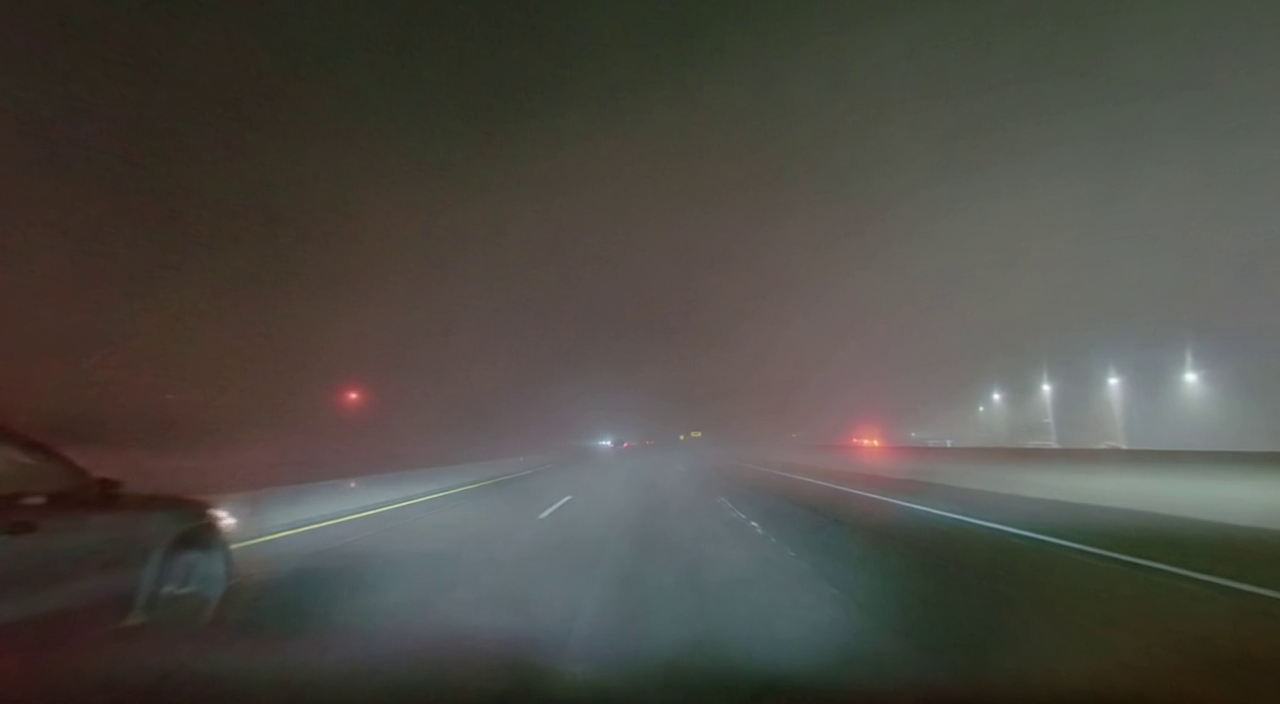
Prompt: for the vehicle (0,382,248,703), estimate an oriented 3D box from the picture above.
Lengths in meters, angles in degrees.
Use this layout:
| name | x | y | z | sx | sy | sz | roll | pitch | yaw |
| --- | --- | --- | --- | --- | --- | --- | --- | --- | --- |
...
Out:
| name | x | y | z | sx | sy | sz | roll | pitch | yaw |
| --- | --- | --- | --- | --- | --- | --- | --- | --- | --- |
| vehicle | -3.921 | 0.823 | 2.039 | 2.053 | 1.587 | 4.855 | 0 | -8 | 2 |
